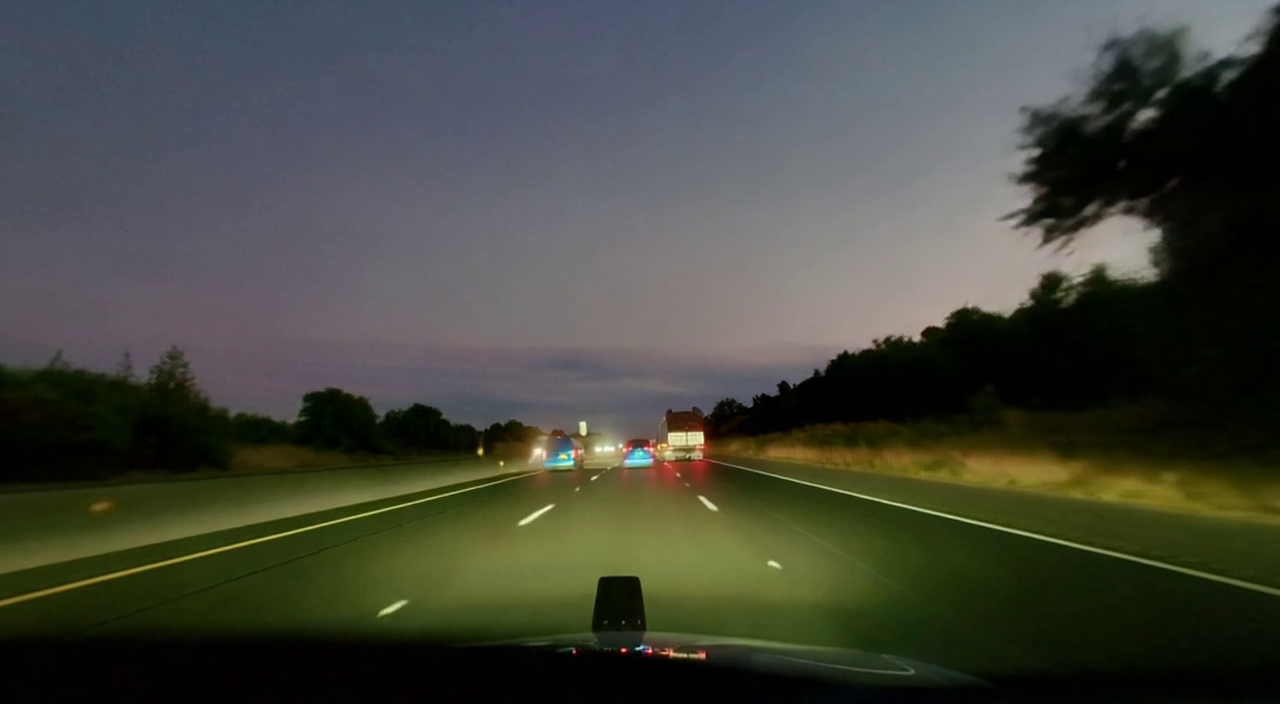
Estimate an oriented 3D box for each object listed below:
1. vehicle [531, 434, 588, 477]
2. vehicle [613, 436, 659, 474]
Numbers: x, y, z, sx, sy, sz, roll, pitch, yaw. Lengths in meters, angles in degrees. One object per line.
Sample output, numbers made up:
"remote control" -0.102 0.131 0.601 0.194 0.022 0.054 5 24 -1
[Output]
"vehicle" -4.009 5.262 32.247 2.167 1.991 5.062 -1 -9 1
"vehicle" -0.202 5.375 32.880 2.209 1.825 4.036 -1 -9 0
